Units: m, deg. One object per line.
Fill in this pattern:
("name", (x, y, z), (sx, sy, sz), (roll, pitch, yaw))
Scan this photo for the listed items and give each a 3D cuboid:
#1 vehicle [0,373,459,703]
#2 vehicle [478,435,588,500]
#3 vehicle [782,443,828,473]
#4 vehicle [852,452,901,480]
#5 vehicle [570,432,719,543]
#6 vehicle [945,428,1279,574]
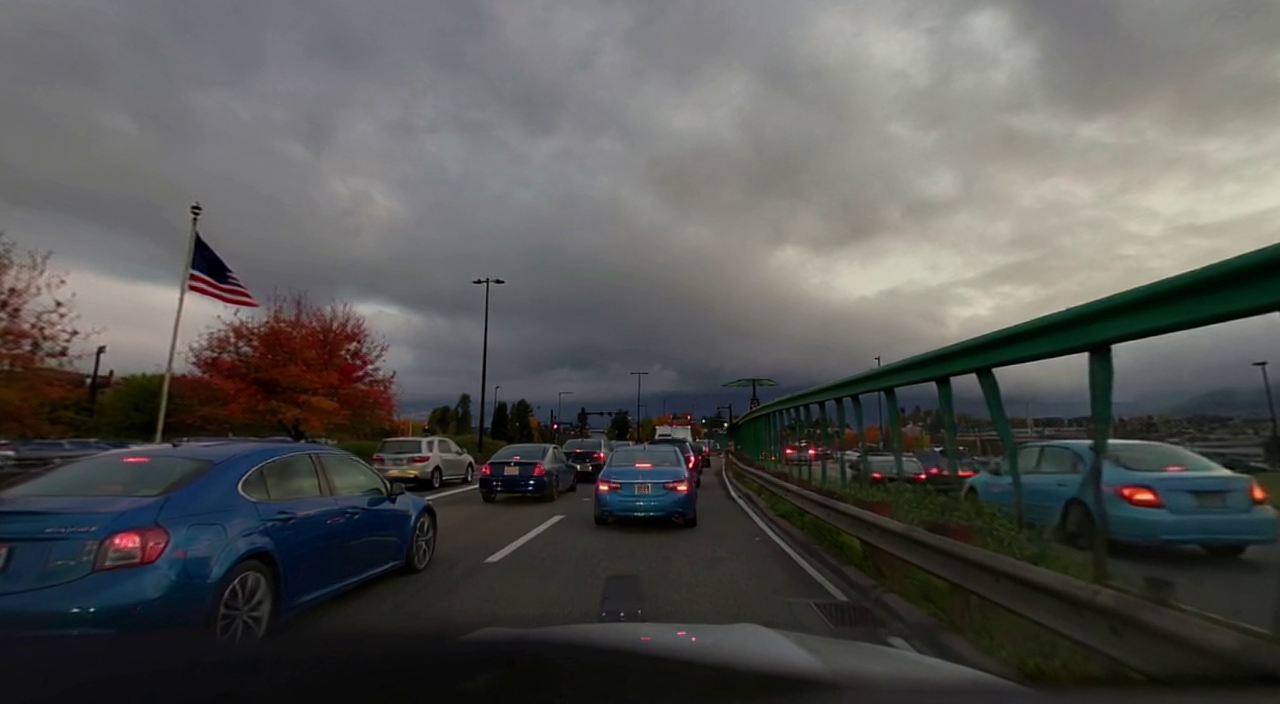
("vehicle", (-3.144, 1.226, 4.914), (1.988, 1.635, 4.260), (0, -9, 3))
("vehicle", (-2.837, 3.210, 17.930), (1.974, 1.549, 4.603), (0, -9, 5))
("vehicle", (9.244, 5.968, 35.606), (1.944, 1.544, 4.301), (-1, -9, 7))
("vehicle", (13.430, 6.467, 35.929), (1.749, 1.481, 3.808), (-1, -9, 7))
("vehicle", (0.202, 2.221, 11.012), (2.090, 1.506, 4.276), (0, -9, 4))
("vehicle", (6.665, 2.029, 9.432), (2.011, 1.610, 4.568), (0, -9, 2))
